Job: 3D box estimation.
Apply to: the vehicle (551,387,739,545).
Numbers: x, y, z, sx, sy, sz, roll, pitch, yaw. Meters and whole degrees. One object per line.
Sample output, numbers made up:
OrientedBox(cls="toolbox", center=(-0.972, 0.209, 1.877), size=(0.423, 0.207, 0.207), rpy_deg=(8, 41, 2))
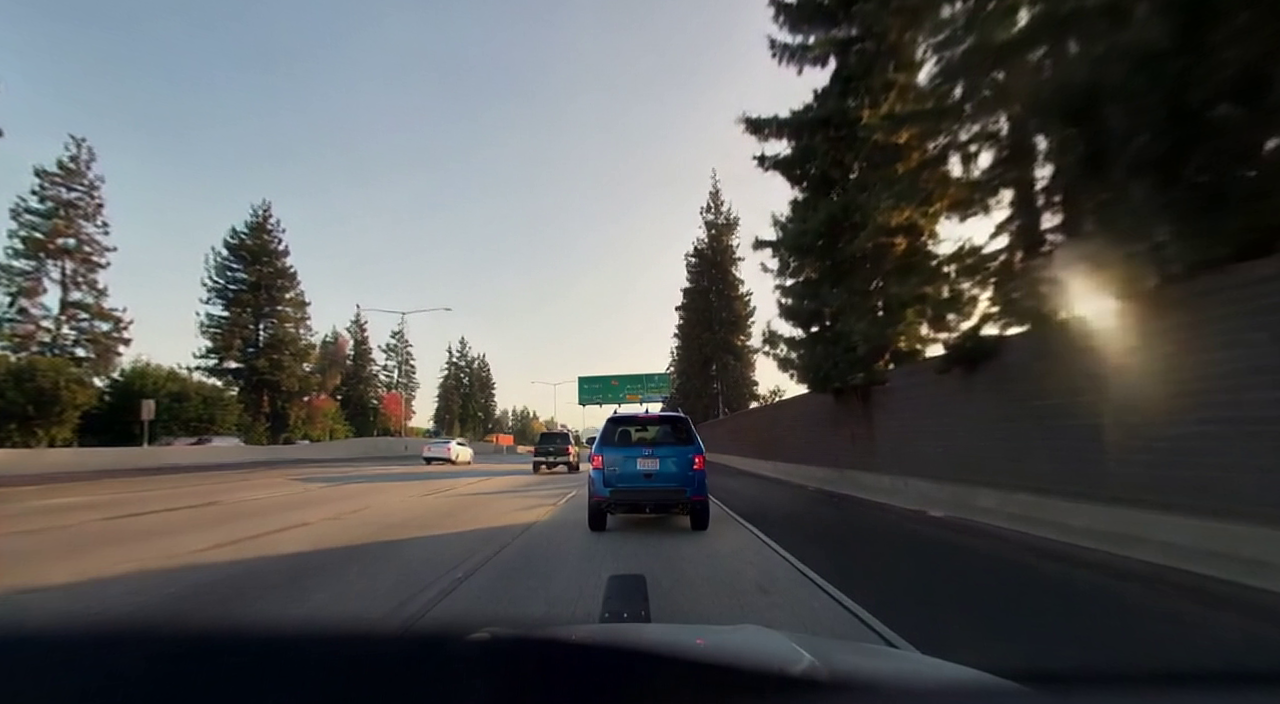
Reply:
OrientedBox(cls="vehicle", center=(0.069, 1.818, 10.519), size=(2.395, 2.013, 4.734), rpy_deg=(0, -9, 0))

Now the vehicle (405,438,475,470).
OrientedBox(cls="vehicle", center=(-10.245, 5.275, 32.756), size=(2.002, 1.484, 4.798), rpy_deg=(0, -9, 1))

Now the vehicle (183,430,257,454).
OrientedBox(cls="vehicle", center=(-29.679, 6.390, 44.707), size=(2.125, 1.572, 4.385), rpy_deg=(-1, -9, 2))

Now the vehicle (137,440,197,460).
OrientedBox(cls="vehicle", center=(-33.565, 6.982, 44.863), size=(1.488, 1.366, 3.409), rpy_deg=(-1, -9, 3))
